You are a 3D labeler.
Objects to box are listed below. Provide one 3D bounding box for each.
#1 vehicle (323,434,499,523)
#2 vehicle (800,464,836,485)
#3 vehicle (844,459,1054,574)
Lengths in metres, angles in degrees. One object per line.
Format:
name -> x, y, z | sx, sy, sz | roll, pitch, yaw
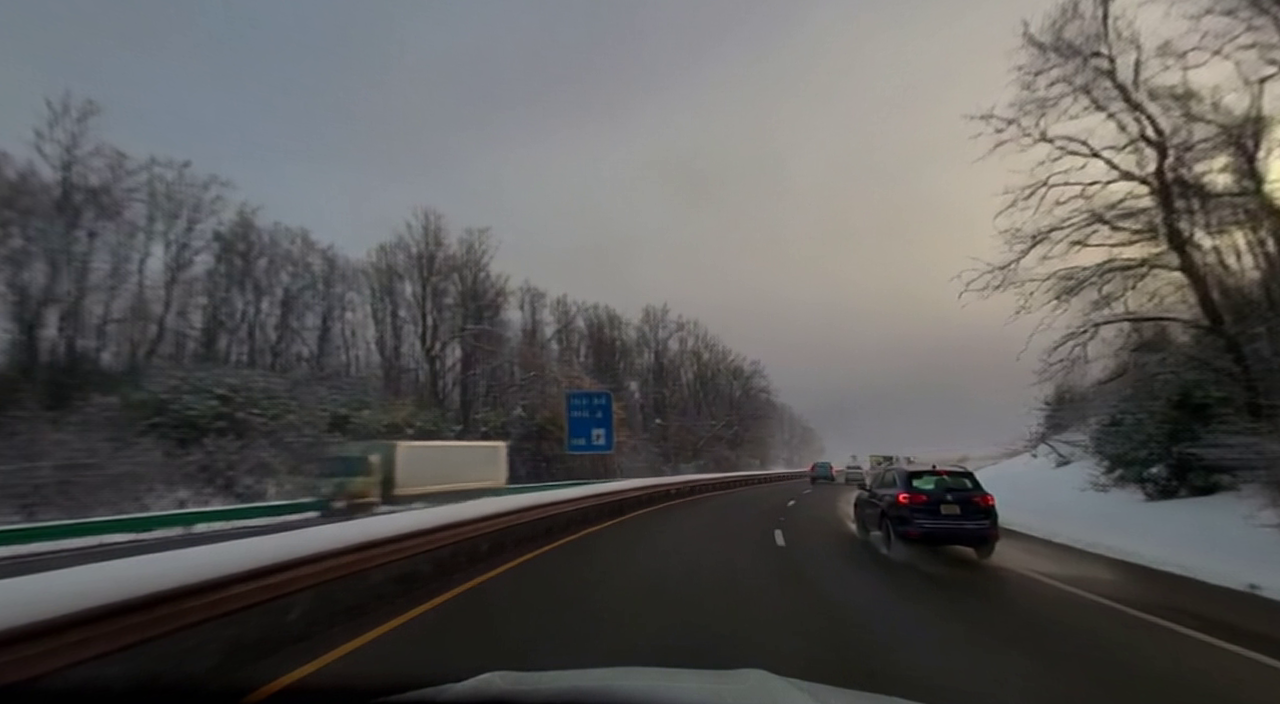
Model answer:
vehicle -> -11.388, 6.492, 32.847 | 2.909, 3.910, 9.340 | -3, -11, 22
vehicle -> 13.656, 9.347, 48.145 | 1.992, 1.503, 3.793 | -4, -12, 25
vehicle -> 5.118, 2.751, 11.201 | 2.023, 1.593, 4.105 | 0, -11, 7
